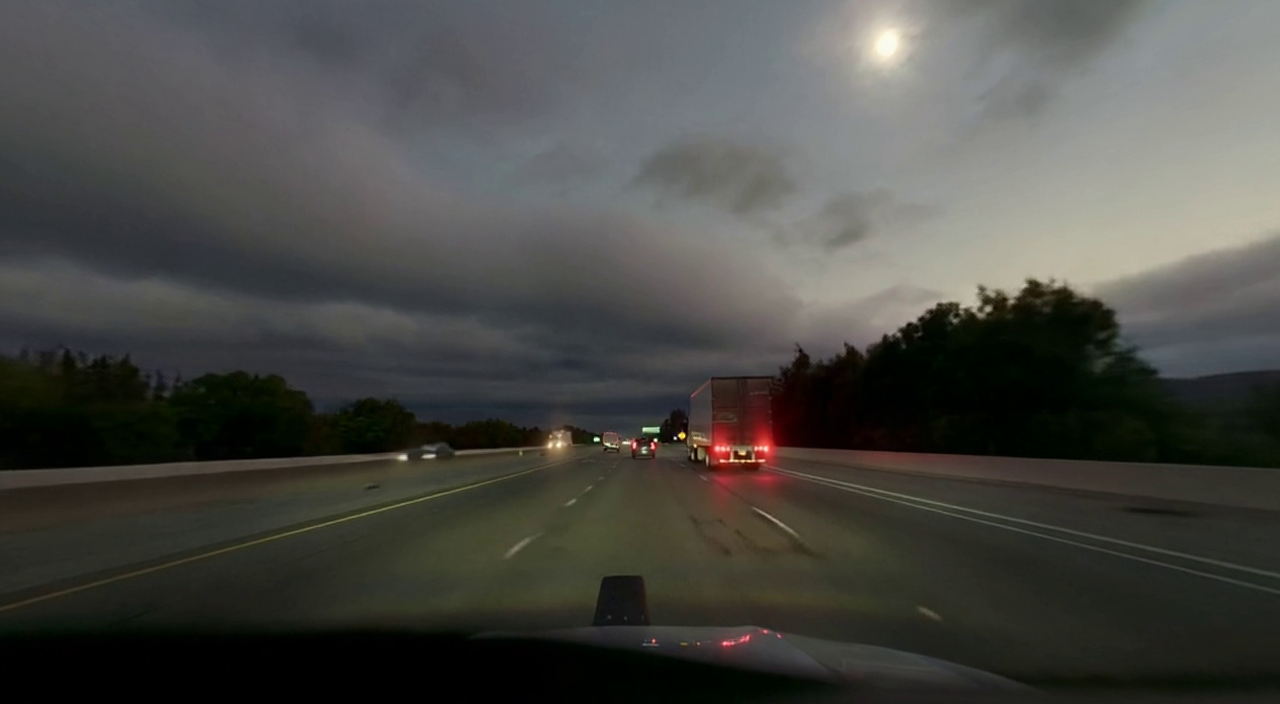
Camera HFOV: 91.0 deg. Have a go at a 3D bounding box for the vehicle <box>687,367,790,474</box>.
[{"bbox_3d":[4.340,3.629,31.545,3.005,4.131,14.221,0,-8,0],"label":"vehicle"}]

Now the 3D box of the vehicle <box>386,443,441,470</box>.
[{"bbox_3d":[-13.982,6.426,39.071,1.870,1.555,4.135,0,-8,0],"label":"vehicle"}]

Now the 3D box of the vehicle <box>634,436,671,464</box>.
[{"bbox_3d":[0.730,6.034,38.965,2.139,1.607,4.034,0,-8,0],"label":"vehicle"}]
